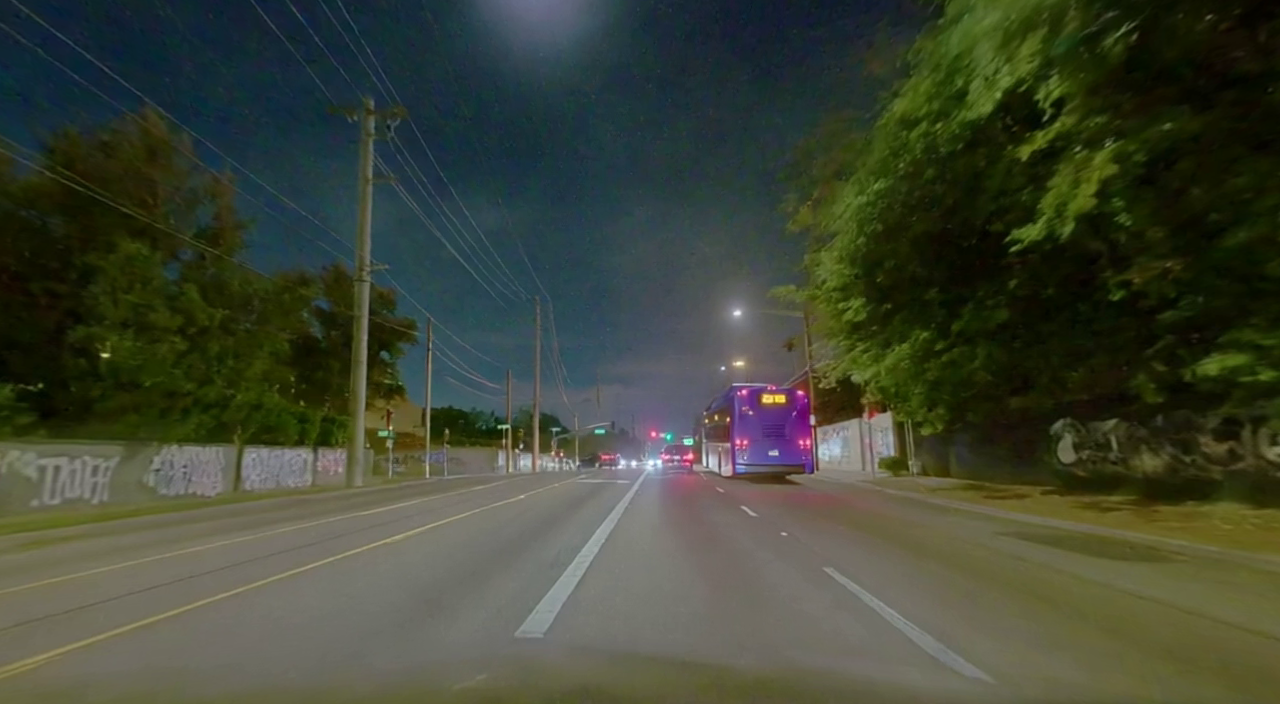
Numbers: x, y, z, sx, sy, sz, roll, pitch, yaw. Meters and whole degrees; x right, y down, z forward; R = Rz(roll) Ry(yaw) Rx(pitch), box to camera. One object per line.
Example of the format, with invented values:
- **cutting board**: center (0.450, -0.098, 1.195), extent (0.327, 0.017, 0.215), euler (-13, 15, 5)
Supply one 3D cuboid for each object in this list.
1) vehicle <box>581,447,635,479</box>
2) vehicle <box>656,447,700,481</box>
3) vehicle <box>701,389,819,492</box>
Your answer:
- **vehicle**: center (-1.788, 5.822, 33.471), extent (2.018, 1.544, 4.420), euler (2, -9, -14)
- **vehicle**: center (1.729, 5.265, 30.087), extent (1.961, 1.470, 4.196), euler (0, -8, 1)
- **vehicle**: center (4.627, 3.880, 27.606), extent (3.045, 3.447, 12.604), euler (0, -8, 2)
